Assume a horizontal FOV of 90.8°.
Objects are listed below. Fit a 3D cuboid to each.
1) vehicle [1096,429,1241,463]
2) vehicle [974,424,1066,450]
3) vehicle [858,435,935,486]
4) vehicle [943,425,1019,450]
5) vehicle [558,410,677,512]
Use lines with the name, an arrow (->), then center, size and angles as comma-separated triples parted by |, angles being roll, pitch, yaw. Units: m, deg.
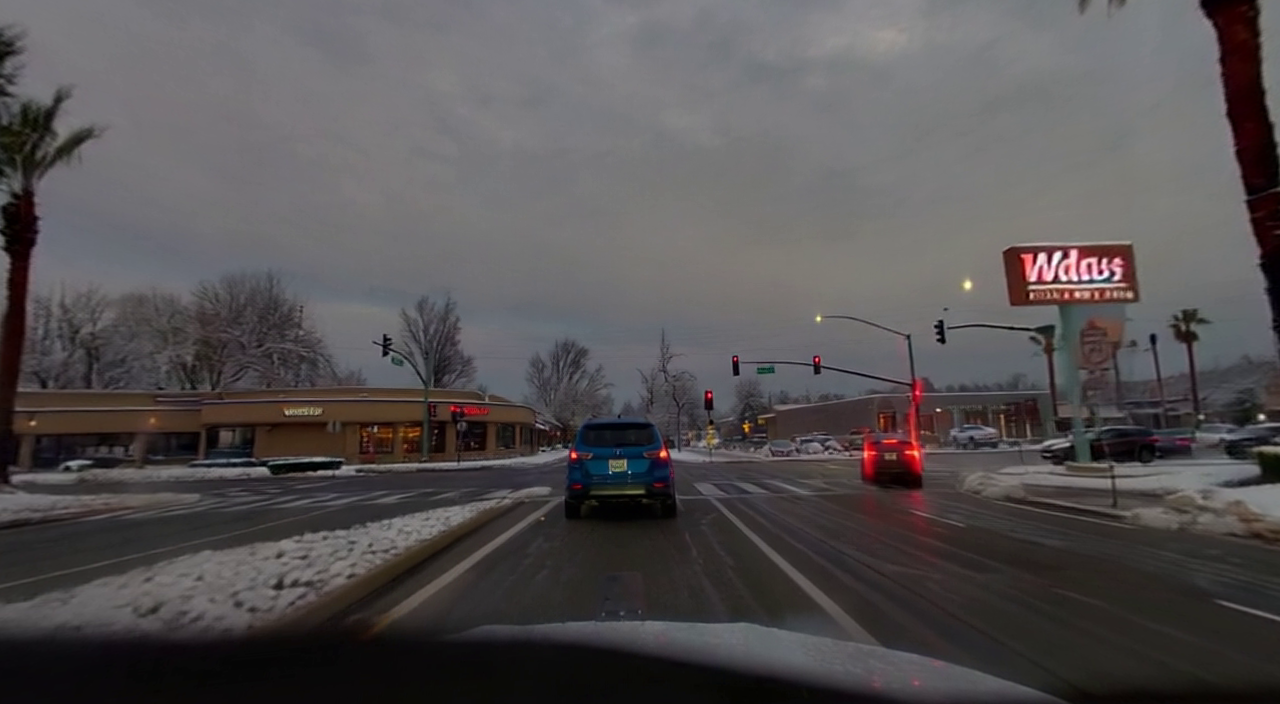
vehicle -> 24.226, 4.316, 29.135 | 4.745, 1.474, 1.923 | -1, -8, 7
vehicle -> 28.908, 6.519, 48.113 | 5.809, 1.839, 1.957 | -5, -10, 33
vehicle -> 9.054, 3.713, 22.101 | 2.086, 1.560, 4.542 | -4, -9, 26
vehicle -> 25.151, 6.315, 46.592 | 4.641, 1.778, 1.958 | -5, -10, 33
vehicle -> -0.391, 2.416, 14.459 | 2.263, 1.932, 4.709 | 0, -8, 1
